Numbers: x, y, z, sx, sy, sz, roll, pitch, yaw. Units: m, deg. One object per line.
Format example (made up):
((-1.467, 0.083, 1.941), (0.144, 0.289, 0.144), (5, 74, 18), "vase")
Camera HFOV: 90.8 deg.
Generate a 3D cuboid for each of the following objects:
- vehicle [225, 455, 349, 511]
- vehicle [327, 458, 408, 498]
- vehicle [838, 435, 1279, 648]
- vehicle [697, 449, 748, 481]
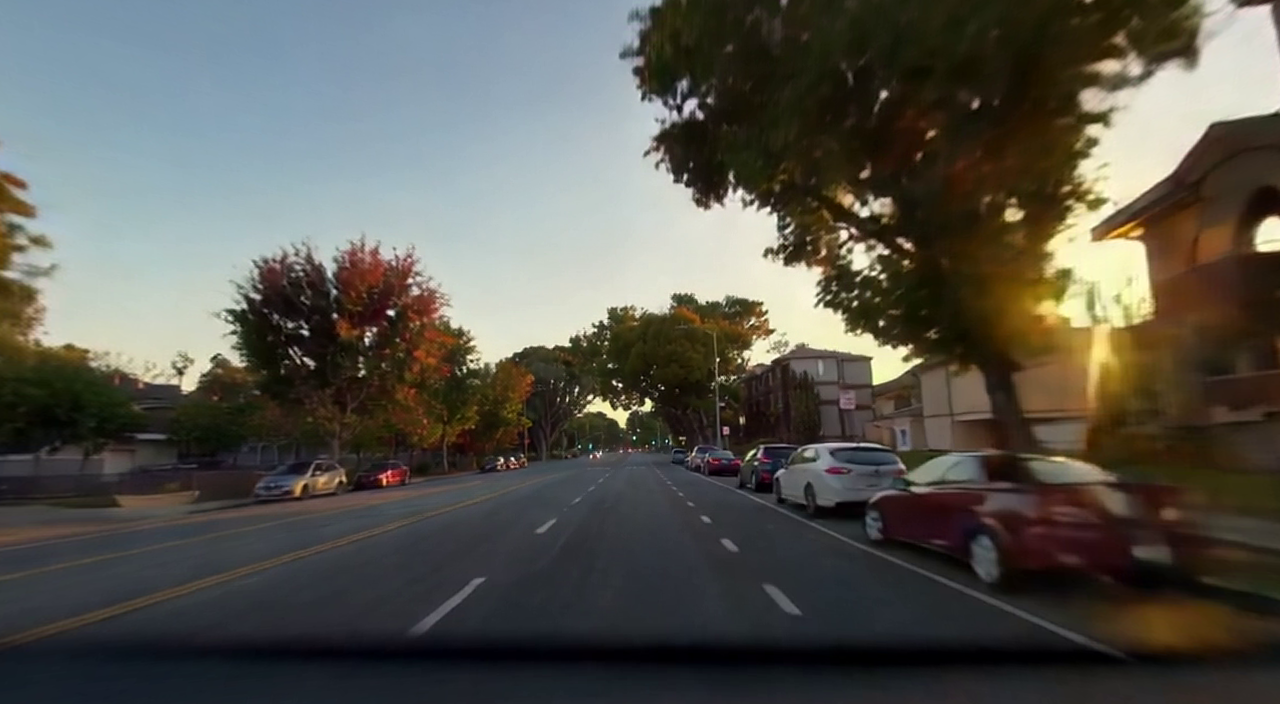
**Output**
((-13.671, 5.048, 24.922), (2.220, 1.747, 4.980), (-3, -8, -3), "vehicle")
((-13.912, 6.407, 32.610), (2.239, 1.645, 4.700), (-3, -8, -1), "vehicle")
((4.012, 1.703, 6.935), (2.100, 1.478, 4.816), (0, -9, 0), "vehicle")
((4.057, 5.623, 31.823), (1.845, 1.443, 4.531), (0, -9, -2), "vehicle")
